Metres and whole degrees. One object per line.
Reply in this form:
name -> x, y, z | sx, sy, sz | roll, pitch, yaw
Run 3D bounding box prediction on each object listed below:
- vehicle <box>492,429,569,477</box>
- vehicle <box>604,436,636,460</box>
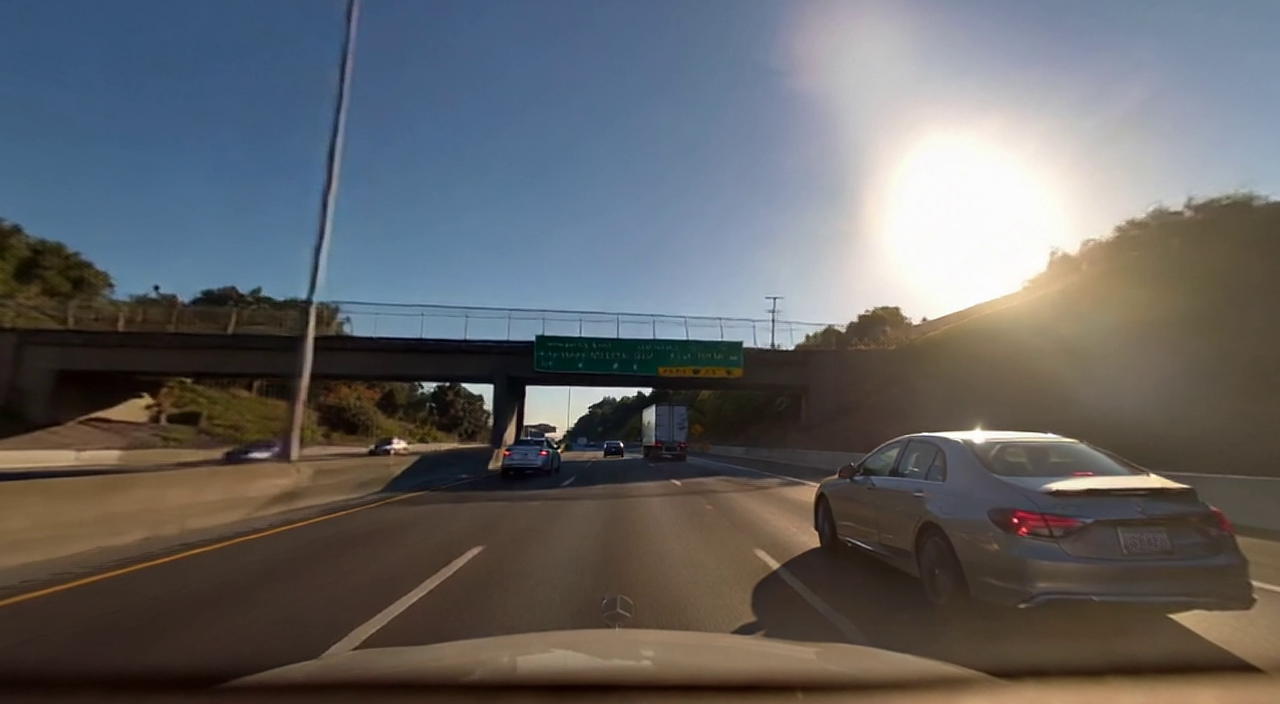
vehicle -> -4.318, 4.098, 25.747 | 2.377, 1.747, 4.703 | 0, -8, -1
vehicle -> -1.446, 6.762, 44.469 | 2.125, 1.542, 3.816 | 0, -8, -3
